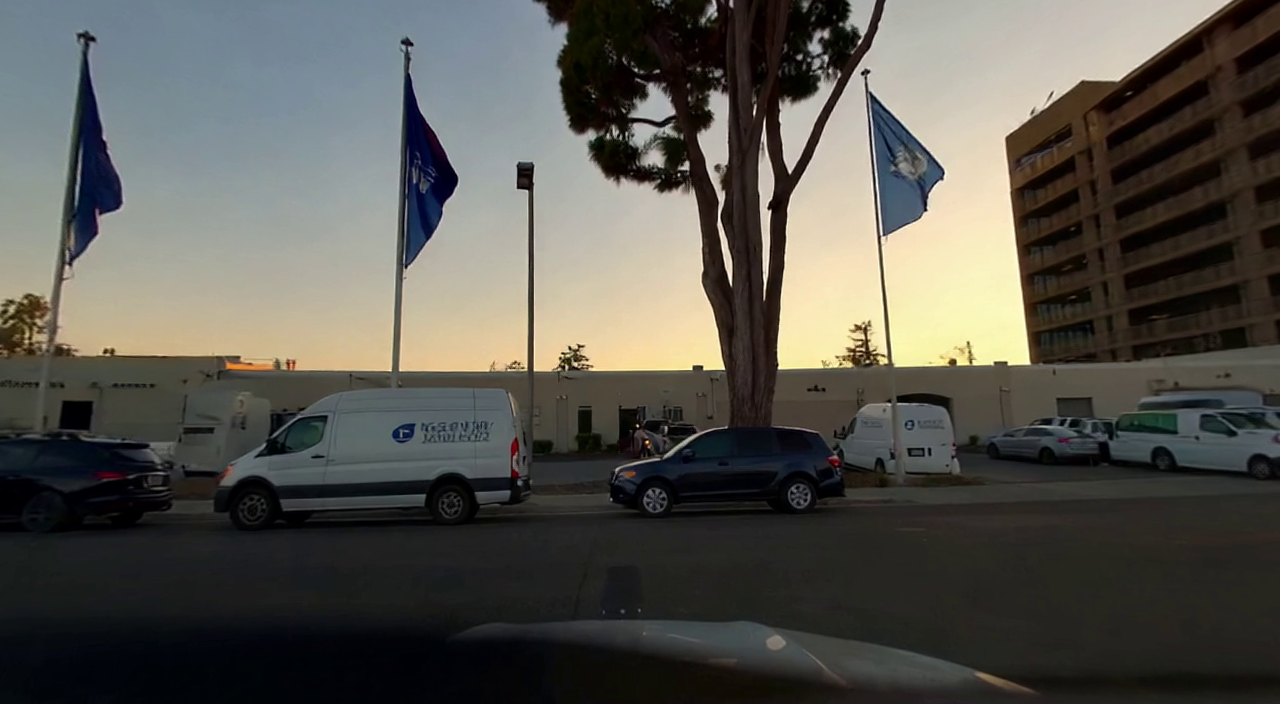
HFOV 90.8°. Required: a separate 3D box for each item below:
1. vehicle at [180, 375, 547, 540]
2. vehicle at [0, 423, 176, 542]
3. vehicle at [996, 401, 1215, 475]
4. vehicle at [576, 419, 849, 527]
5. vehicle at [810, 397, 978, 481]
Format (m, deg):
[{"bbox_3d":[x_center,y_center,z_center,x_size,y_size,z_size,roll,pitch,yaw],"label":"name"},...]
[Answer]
[{"bbox_3d":[-4.825,1.950,12.090,5.899,2.757,2.257,1,-8,-6],"label":"vehicle"},{"bbox_3d":[-12.561,2.313,11.450,6.311,1.951,2.161,1,-8,-6],"label":"vehicle"},{"bbox_3d":[15.823,3.033,22.262,2.228,2.126,6.632,-1,-8,-5],"label":"vehicle"},{"bbox_3d":[1.278,2.331,12.563,4.992,1.894,2.043,1,-8,-7],"label":"vehicle"},{"bbox_3d":[7.986,2.887,20.814,2.491,2.324,5.986,1,-8,-6],"label":"vehicle"}]
